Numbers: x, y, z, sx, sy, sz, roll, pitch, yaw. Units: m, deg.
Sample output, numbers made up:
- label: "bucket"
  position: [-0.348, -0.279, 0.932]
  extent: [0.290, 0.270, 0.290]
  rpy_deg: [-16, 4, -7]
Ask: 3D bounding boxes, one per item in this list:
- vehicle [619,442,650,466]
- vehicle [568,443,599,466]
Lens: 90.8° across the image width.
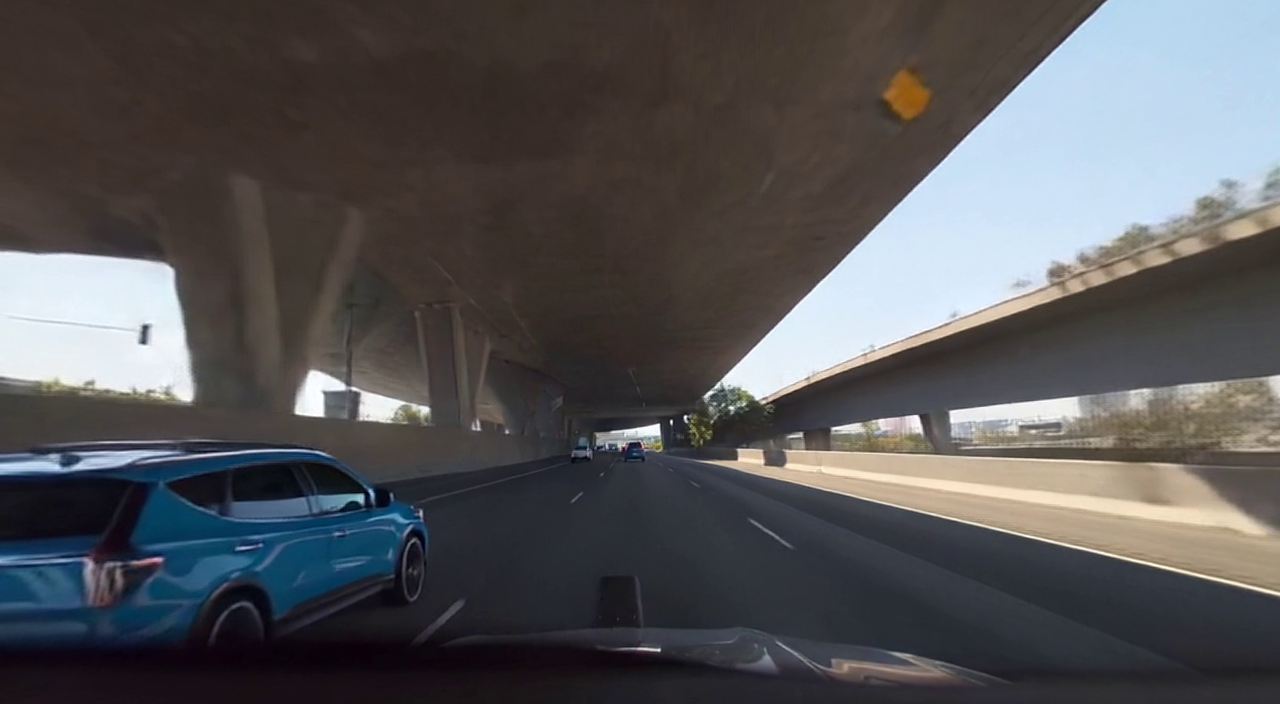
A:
- label: "vehicle"
  position: [-0.438, 7.328, 45.583]
  extent: [2.132, 1.657, 3.967]
  rpy_deg: [0, -8, -2]
- label: "vehicle"
  position: [-4.252, 7.729, 47.868]
  extent: [2.000, 1.646, 4.201]
  rpy_deg: [0, -8, -1]
